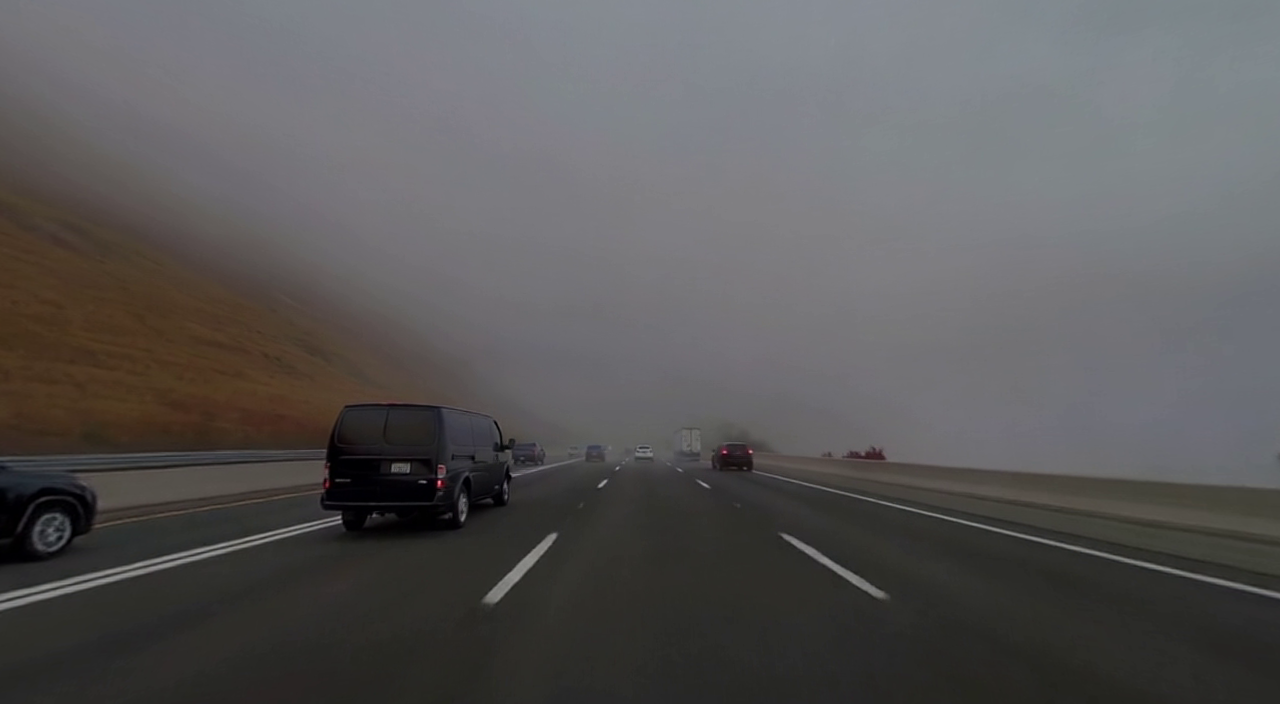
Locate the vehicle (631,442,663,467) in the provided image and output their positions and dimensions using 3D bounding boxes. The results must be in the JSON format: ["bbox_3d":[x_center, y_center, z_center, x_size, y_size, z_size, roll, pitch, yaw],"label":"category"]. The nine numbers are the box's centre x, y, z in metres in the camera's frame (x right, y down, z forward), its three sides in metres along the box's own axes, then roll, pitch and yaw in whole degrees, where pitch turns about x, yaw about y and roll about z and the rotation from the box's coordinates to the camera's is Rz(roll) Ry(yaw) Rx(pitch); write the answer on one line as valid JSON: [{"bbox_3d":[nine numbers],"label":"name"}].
[{"bbox_3d":[0.421,6.775,41.742,2.014,1.543,3.804,0,-9,0],"label":"vehicle"}]

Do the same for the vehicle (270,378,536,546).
[{"bbox_3d":[-3.601,1.895,11.265,2.421,2.203,5.775,0,-9,1],"label":"vehicle"}]

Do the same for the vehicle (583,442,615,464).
[{"bbox_3d":[-3.116,7.777,48.532,2.138,1.581,4.340,0,-9,0],"label":"vehicle"}]

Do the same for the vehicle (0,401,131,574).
[{"bbox_3d":[-7.437,1.208,5.350,2.054,1.715,4.928,0,-9,0],"label":"vehicle"}]

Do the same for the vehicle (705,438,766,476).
[{"bbox_3d":[4.294,4.824,29.053,2.051,1.598,4.145,0,-9,-1],"label":"vehicle"}]
